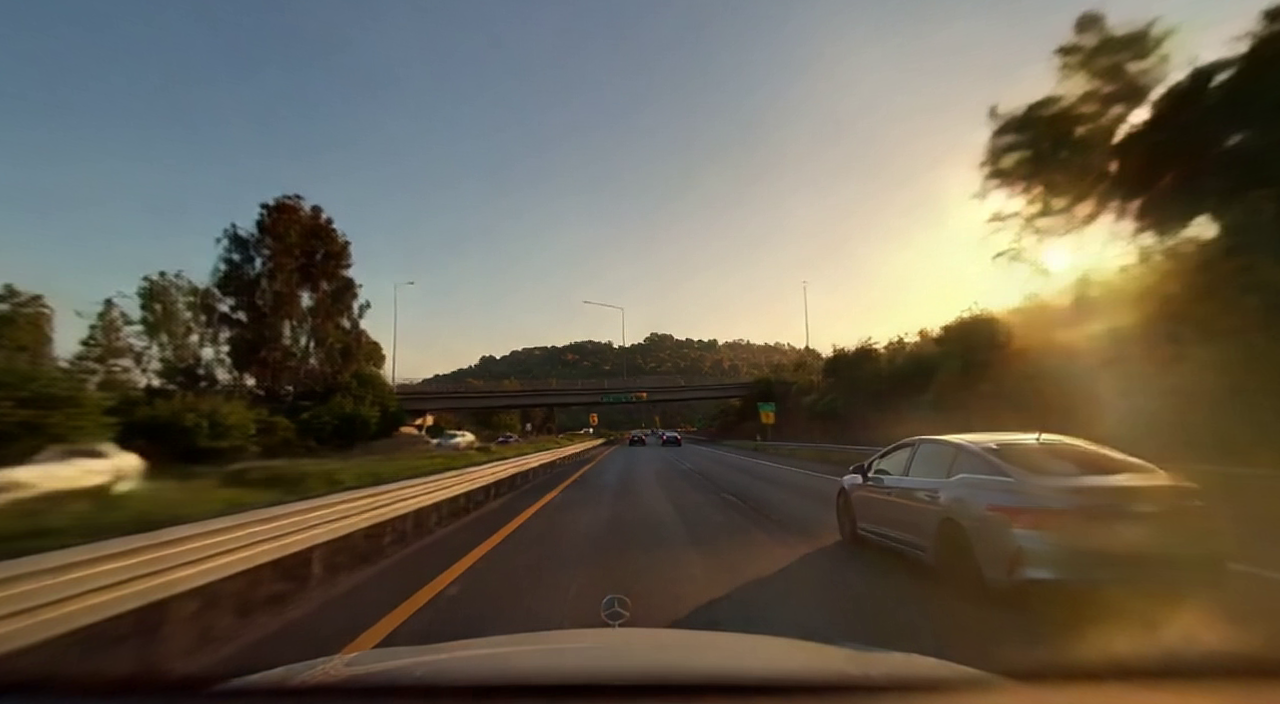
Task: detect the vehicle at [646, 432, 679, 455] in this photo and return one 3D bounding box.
[{"bbox_3d":[1.509,6.233,43.087,1.981,1.490,3.449,0,-8,-3],"label":"vehicle"}]
